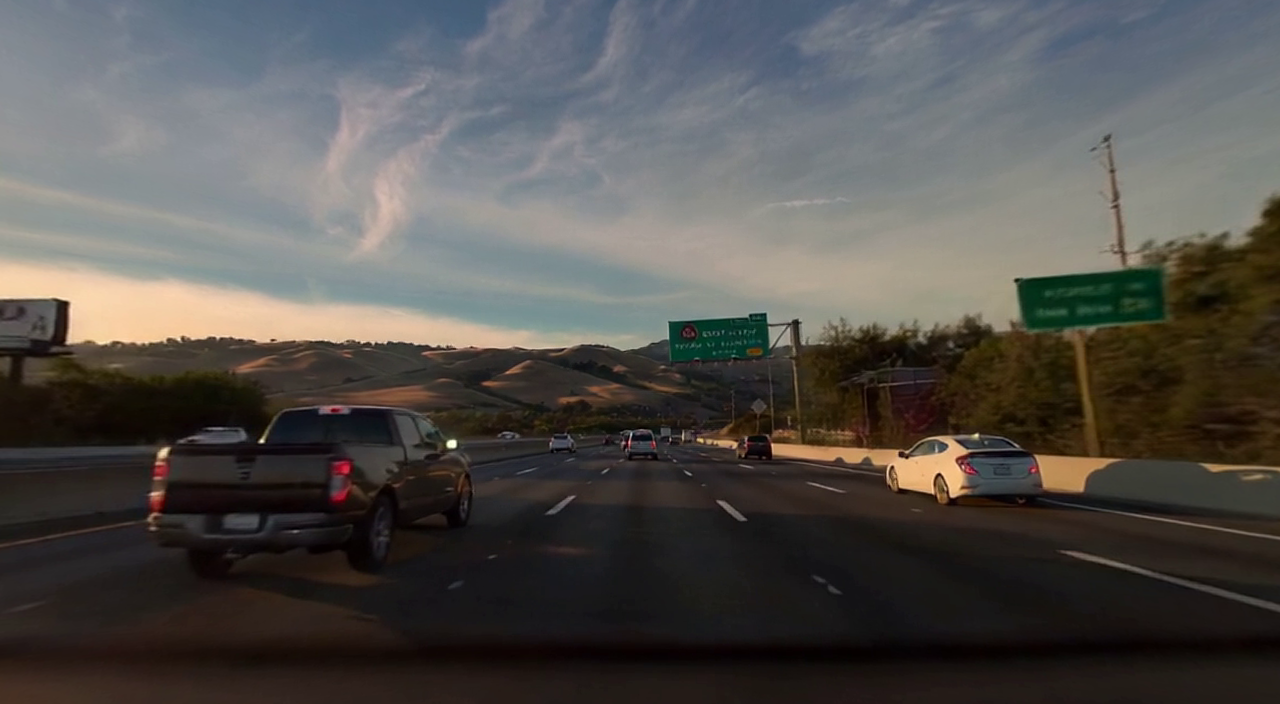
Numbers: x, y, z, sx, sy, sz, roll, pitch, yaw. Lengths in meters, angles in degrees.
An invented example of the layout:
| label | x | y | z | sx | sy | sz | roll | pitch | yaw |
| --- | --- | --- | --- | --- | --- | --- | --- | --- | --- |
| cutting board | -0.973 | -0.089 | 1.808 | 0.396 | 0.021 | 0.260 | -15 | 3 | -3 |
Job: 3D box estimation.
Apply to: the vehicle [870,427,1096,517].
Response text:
| label | x | y | z | sx | sy | sz | roll | pitch | yaw |
| --- | --- | --- | --- | --- | --- | --- | --- | --- | --- |
| vehicle | 6.446 | 2.298 | 12.576 | 1.998 | 1.456 | 4.338 | 0 | -8 | -1 |

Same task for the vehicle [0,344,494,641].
| label | x | y | z | sx | sy | sz | roll | pitch | yaw |
| --- | --- | --- | --- | --- | --- | --- | --- | --- | --- |
| vehicle | -3.452 | 1.352 | 7.198 | 2.316 | 1.999 | 5.765 | 0 | -8 | -1 |

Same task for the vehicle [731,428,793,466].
| label | x | y | z | sx | sy | sz | roll | pitch | yaw |
| --- | --- | --- | --- | --- | --- | --- | --- | --- | --- |
| vehicle | 6.136 | 4.853 | 32.258 | 2.067 | 1.775 | 4.372 | 0 | -8 | -3 |

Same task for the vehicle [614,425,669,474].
| label | x | y | z | sx | sy | sz | roll | pitch | yaw |
| --- | --- | --- | --- | --- | --- | --- | --- | --- | --- |
| vehicle | 0.068 | 3.902 | 25.428 | 2.052 | 1.808 | 3.898 | 0 | -8 | 0 |

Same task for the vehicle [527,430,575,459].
| label | x | y | z | sx | sy | sz | roll | pitch | yaw |
| --- | --- | --- | --- | --- | --- | --- | --- | --- | --- |
| vehicle | -6.002 | 6.361 | 43.205 | 2.238 | 1.837 | 5.979 | -1 | -8 | 2 |
